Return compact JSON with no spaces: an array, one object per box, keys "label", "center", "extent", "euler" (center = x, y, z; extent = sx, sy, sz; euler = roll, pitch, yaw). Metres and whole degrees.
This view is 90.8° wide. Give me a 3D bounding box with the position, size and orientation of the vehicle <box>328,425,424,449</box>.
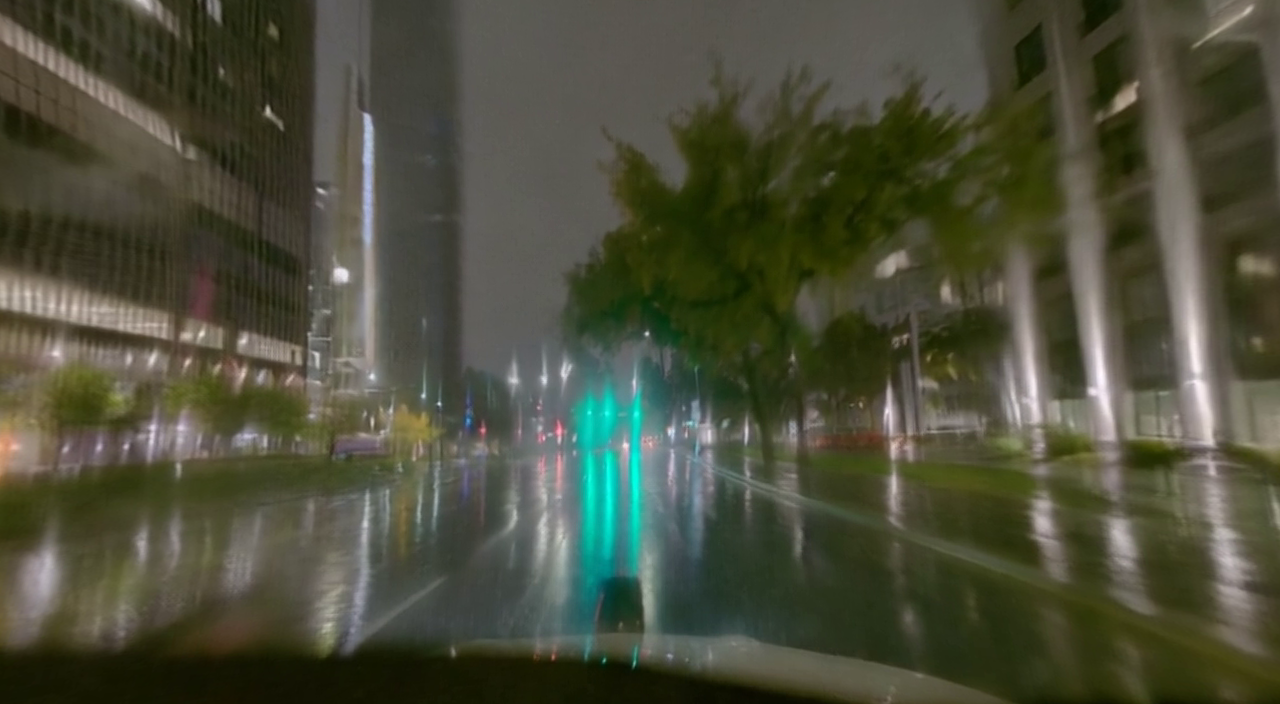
[{"label":"vehicle","center":[-18.385,5.918,44.090],"extent":[5.962,1.458,1.711],"euler":[1,-9,3]}]
